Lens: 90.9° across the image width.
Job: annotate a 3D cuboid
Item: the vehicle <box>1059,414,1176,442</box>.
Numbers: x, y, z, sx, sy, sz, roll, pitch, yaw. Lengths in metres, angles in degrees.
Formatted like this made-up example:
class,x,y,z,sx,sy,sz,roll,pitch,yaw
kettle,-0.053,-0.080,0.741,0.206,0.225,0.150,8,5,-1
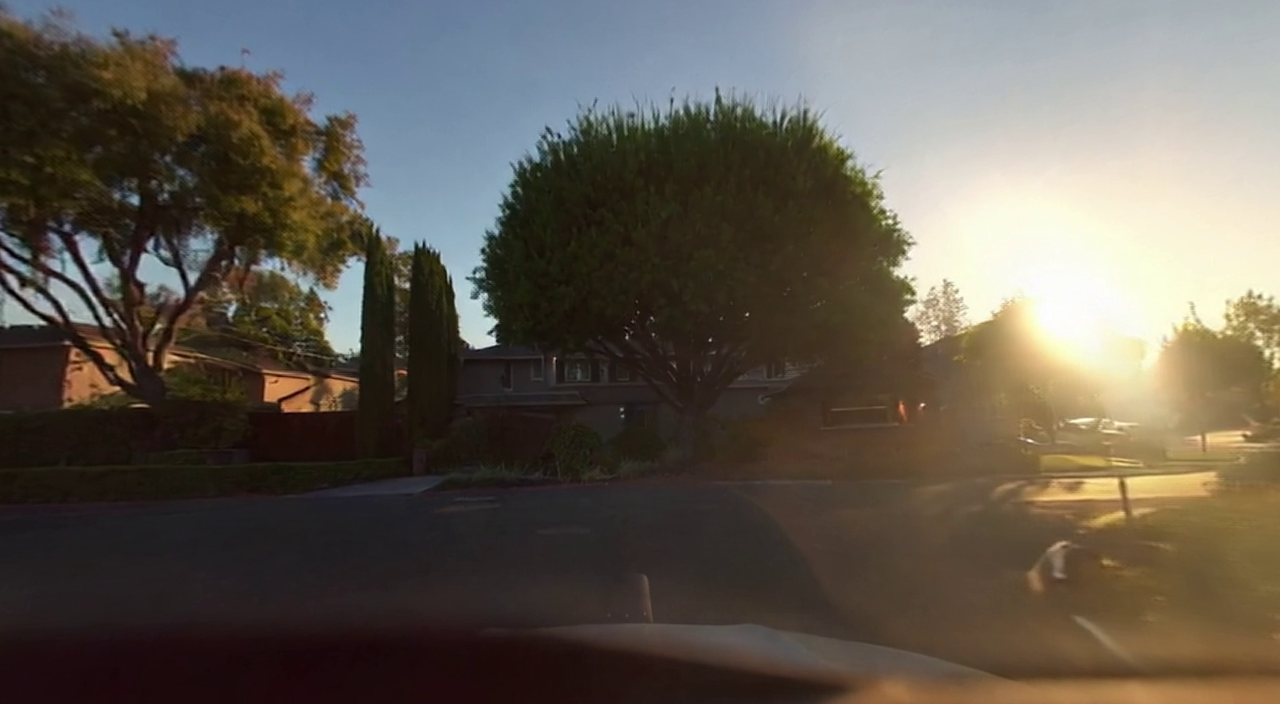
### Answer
class,x,y,z,sx,sy,sz,roll,pitch,yaw
vehicle,27.296,4.341,36.159,5.089,1.517,1.791,0,-7,4
